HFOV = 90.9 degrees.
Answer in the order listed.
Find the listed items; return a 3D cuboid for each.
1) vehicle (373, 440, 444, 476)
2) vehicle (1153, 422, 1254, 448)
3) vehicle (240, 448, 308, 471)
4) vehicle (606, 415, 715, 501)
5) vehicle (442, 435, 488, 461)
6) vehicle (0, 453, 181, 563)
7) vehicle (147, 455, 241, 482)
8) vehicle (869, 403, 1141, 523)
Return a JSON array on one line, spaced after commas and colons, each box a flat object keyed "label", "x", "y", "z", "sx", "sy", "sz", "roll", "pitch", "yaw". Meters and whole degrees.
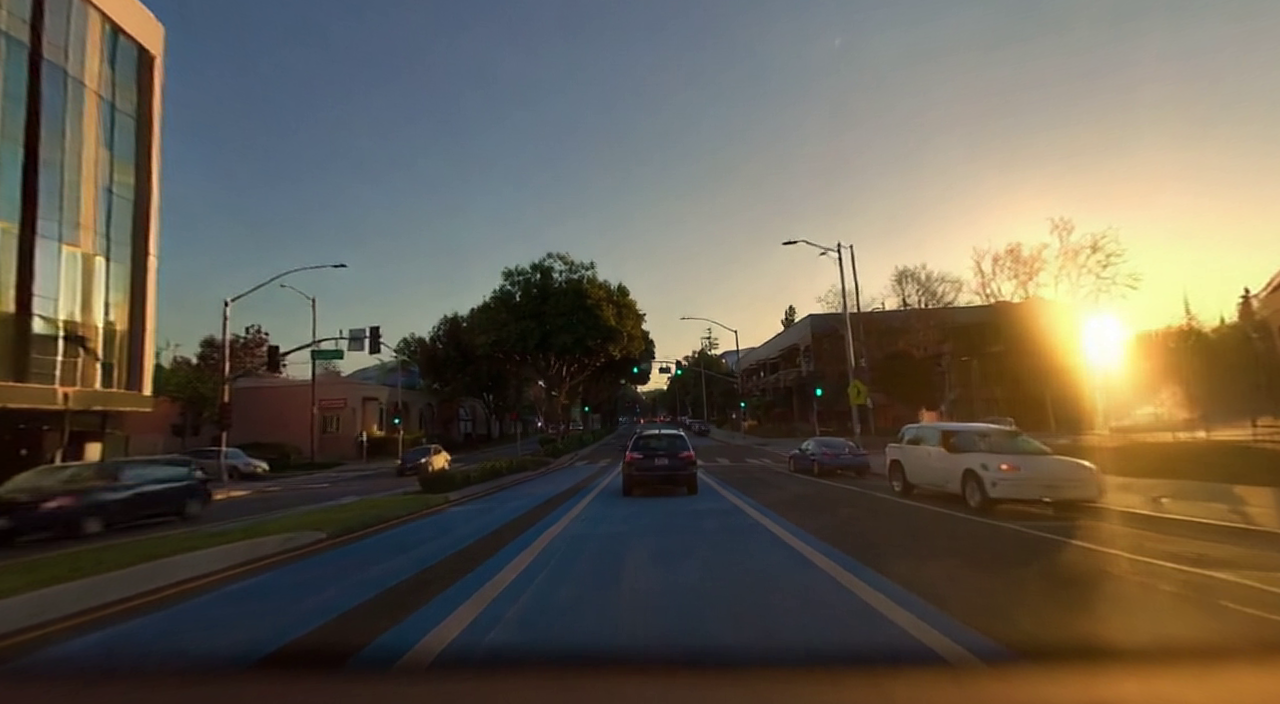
[{"label": "vehicle", "x": -12.800, "y": 5.852, "z": 35.232, "sx": 1.975, "sy": 1.820, "sz": 4.838, "roll": -1, "pitch": -8, "yaw": 1}, {"label": "vehicle", "x": 33.576, "y": 4.985, "z": 37.650, "sx": 4.275, "sy": 1.487, "sz": 1.781, "roll": 0, "pitch": -8, "yaw": 0}, {"label": "vehicle", "x": -27.195, "y": 7.958, "z": 47.026, "sx": 1.857, "sy": 1.535, "sz": 4.900, "roll": -1, "pitch": -8, "yaw": 4}, {"label": "vehicle", "x": 0.416, "y": 2.547, "z": 15.450, "sx": 2.283, "sy": 1.773, "sz": 4.255, "roll": 0, "pitch": -8, "yaw": 0}, {"label": "vehicle", "x": -13.076, "y": 7.202, "z": 47.400, "sx": 2.025, "sy": 1.785, "sz": 4.845, "roll": -1, "pitch": -8, "yaw": 1}, {"label": "vehicle", "x": -10.384, "y": 2.522, "z": 10.656, "sx": 2.019, "sy": 1.547, "sz": 4.315, "roll": 0, "pitch": -8, "yaw": -1}, {"label": "vehicle", "x": -27.766, "y": 7.264, "z": 39.353, "sx": 4.478, "sy": 1.578, "sz": 1.890, "roll": -1, "pitch": -8, "yaw": 3}, {"label": "vehicle", "x": 6.561, "y": 2.084, "z": 12.307, "sx": 2.205, "sy": 1.823, "sz": 5.078, "roll": 0, "pitch": -8, "yaw": 0}]
